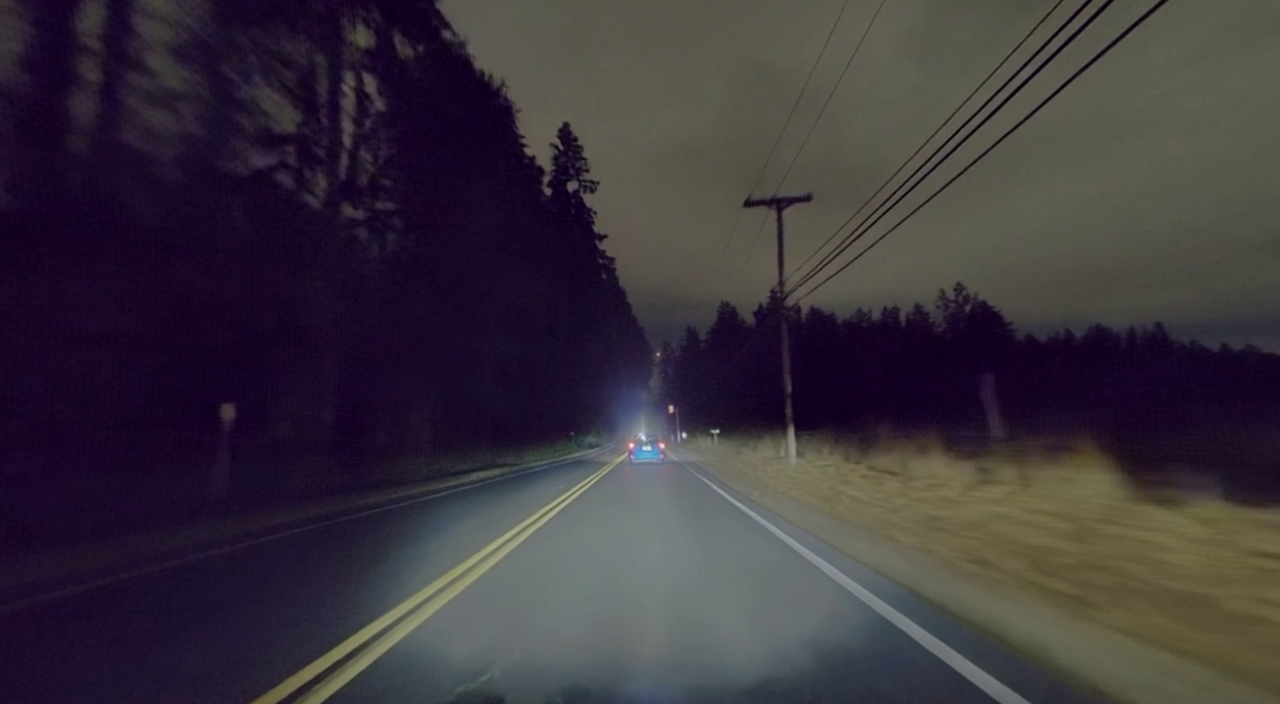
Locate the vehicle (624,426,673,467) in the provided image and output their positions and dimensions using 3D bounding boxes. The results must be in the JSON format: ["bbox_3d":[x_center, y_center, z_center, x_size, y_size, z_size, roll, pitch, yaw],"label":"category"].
[{"bbox_3d":[0.435,5.052,33.863,2.468,2.056,4.422,0,-8,0],"label":"vehicle"}]
